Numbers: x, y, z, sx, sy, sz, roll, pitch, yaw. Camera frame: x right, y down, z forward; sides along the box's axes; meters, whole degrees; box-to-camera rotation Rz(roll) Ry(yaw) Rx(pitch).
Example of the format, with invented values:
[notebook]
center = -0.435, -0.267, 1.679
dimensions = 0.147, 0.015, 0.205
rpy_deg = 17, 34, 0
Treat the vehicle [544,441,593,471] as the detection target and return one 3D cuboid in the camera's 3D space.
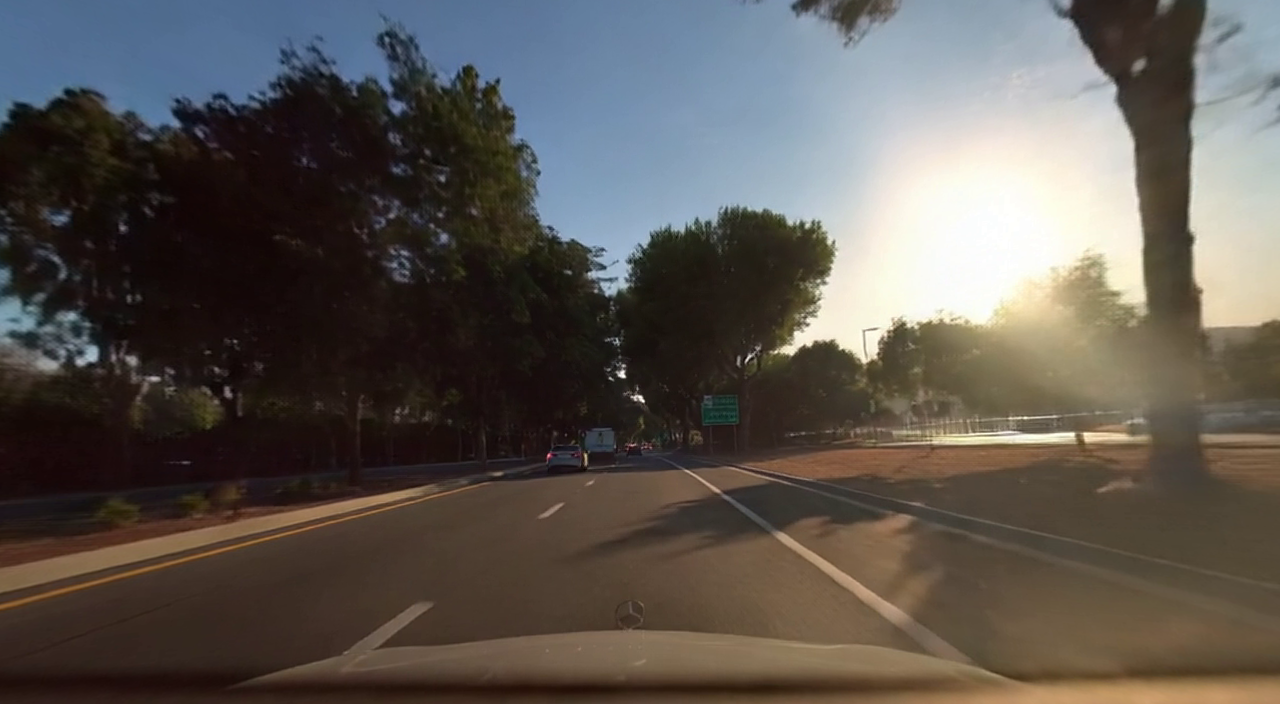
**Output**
[vehicle]
center = -3.648, 5.389, 32.932
dimensions = 2.005, 1.462, 4.345
rpy_deg = 0, -8, 0
